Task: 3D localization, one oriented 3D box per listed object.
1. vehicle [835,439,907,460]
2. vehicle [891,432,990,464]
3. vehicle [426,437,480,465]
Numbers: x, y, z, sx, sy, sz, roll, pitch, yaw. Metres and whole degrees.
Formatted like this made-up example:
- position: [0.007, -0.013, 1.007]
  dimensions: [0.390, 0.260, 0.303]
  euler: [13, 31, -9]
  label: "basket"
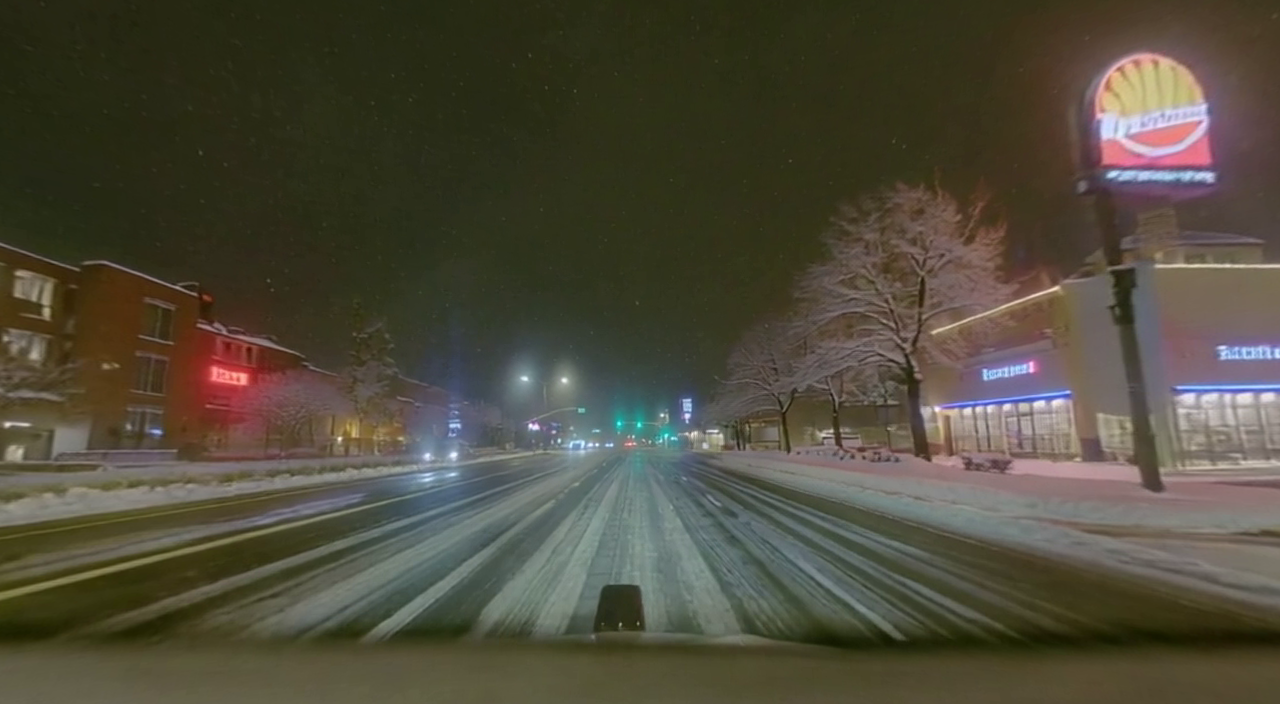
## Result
- position: [17.084, 7.201, 46.827]
  dimensions: [4.564, 1.522, 1.851]
  euler: [1, -8, -8]
  label: "vehicle"
- position: [17.032, 5.485, 35.973]
  dimensions: [4.634, 1.745, 1.893]
  euler: [0, -8, 0]
  label: "vehicle"
- position: [-12.700, 6.744, 43.327]
  dimensions: [2.187, 1.776, 4.832]
  euler: [0, -8, 0]
  label: "vehicle"
